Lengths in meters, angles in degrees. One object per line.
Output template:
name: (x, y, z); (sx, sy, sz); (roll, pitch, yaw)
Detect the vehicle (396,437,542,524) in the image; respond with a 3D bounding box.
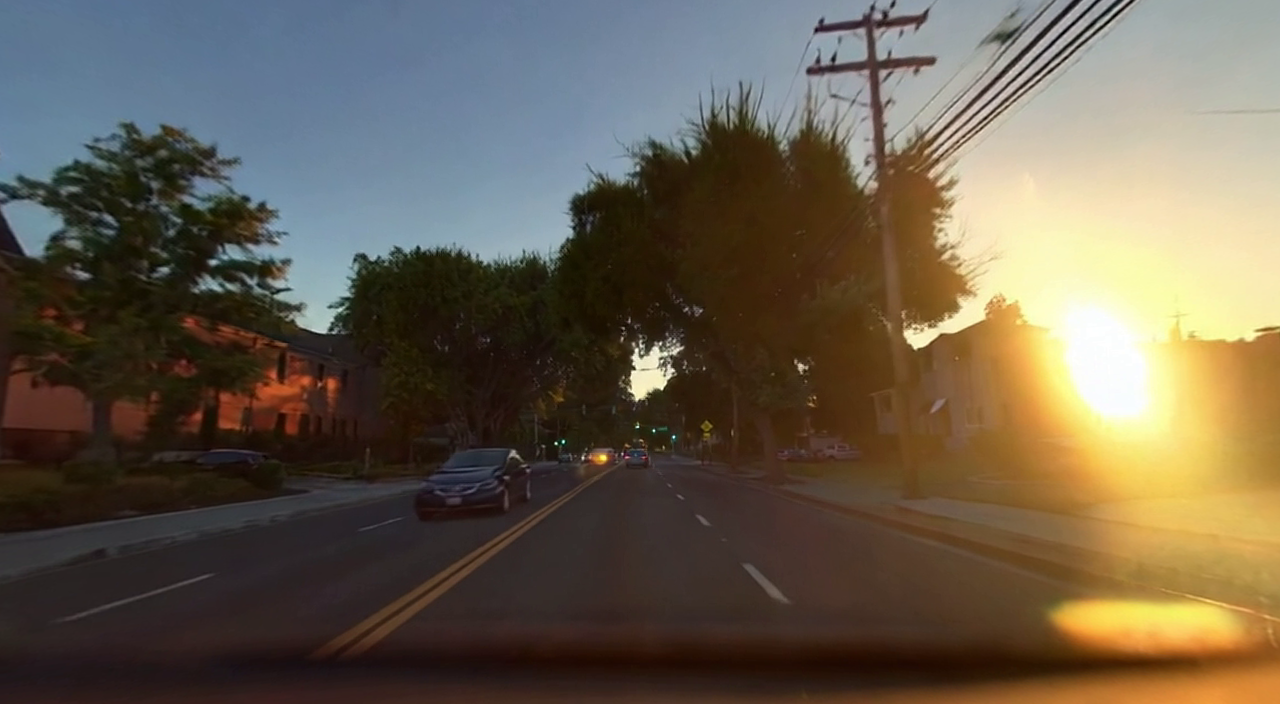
vehicle: (-3.601, 2.782, 14.236); (2.017, 1.634, 4.479); (0, -8, 0)

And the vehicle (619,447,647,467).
vehicle: (-0.544, 8.059, 48.447); (2.093, 1.497, 4.010); (0, -8, -1)

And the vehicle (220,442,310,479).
vehicle: (-20.040, 5.752, 33.594); (4.611, 1.837, 2.140); (-5, -10, 32)
